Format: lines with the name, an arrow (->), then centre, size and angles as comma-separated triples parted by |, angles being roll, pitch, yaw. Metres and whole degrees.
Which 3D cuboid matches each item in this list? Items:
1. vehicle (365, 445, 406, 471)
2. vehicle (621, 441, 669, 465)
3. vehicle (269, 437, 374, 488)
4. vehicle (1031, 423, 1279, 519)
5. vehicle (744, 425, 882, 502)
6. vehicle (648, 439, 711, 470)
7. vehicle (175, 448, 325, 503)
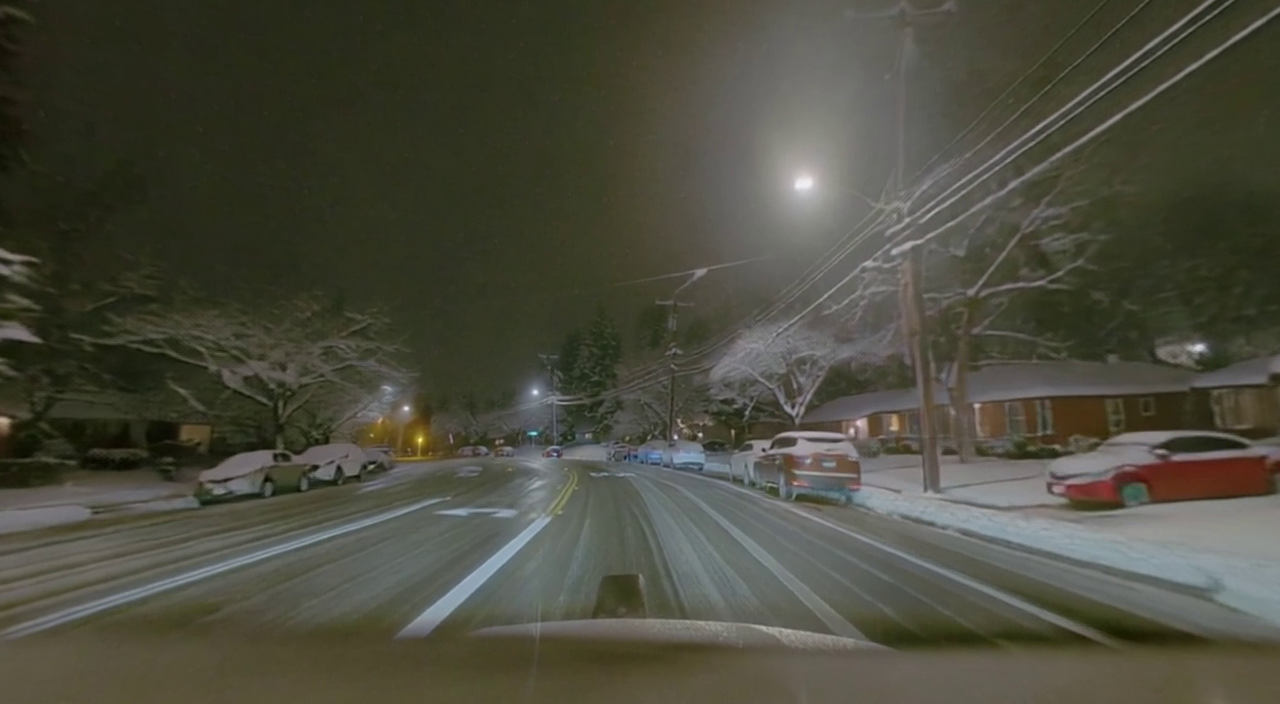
vehicle -> -15.493, 6.456, 38.660 | 1.943, 1.476, 4.714 | 3, -9, -17
vehicle -> 0.289, 6.743, 42.405 | 1.844, 1.485, 4.193 | 4, -9, -19
vehicle -> -12.481, 4.324, 25.187 | 2.107, 1.810, 4.708 | 1, -8, -6
vehicle -> 10.297, 2.170, 11.921 | 4.512, 1.477, 1.927 | -2, -9, -3
vehicle -> 4.451, 2.966, 17.172 | 2.184, 1.770, 4.651 | 1, -8, -4
vehicle -> 2.166, 5.753, 35.805 | 2.367, 1.614, 4.463 | 3, -9, -13
vehicle -> -11.970, 3.783, 19.857 | 2.012, 1.478, 4.661 | 1, -8, -4
